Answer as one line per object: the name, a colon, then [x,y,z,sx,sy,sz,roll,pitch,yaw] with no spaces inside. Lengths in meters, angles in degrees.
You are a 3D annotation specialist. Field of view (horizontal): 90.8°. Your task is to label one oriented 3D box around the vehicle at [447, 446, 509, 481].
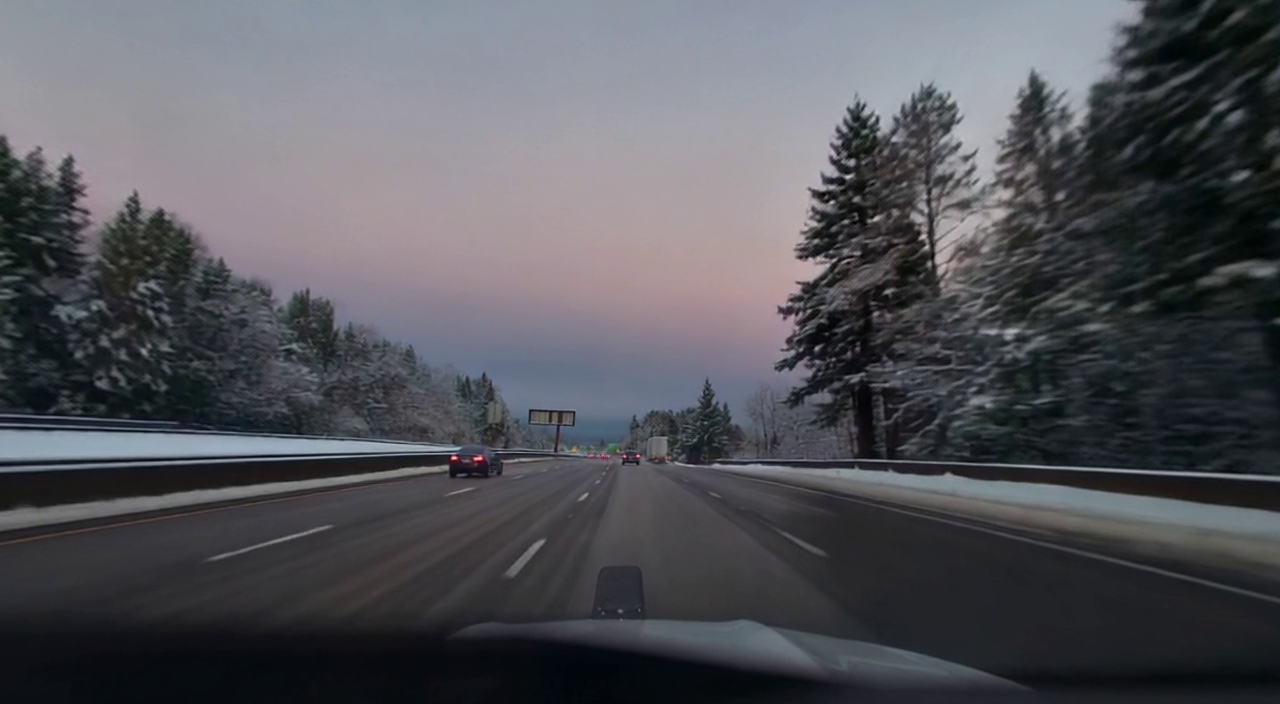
vehicle: [-7.460,5.142,29.452,1.915,1.479,3.843,0,-9,0]
